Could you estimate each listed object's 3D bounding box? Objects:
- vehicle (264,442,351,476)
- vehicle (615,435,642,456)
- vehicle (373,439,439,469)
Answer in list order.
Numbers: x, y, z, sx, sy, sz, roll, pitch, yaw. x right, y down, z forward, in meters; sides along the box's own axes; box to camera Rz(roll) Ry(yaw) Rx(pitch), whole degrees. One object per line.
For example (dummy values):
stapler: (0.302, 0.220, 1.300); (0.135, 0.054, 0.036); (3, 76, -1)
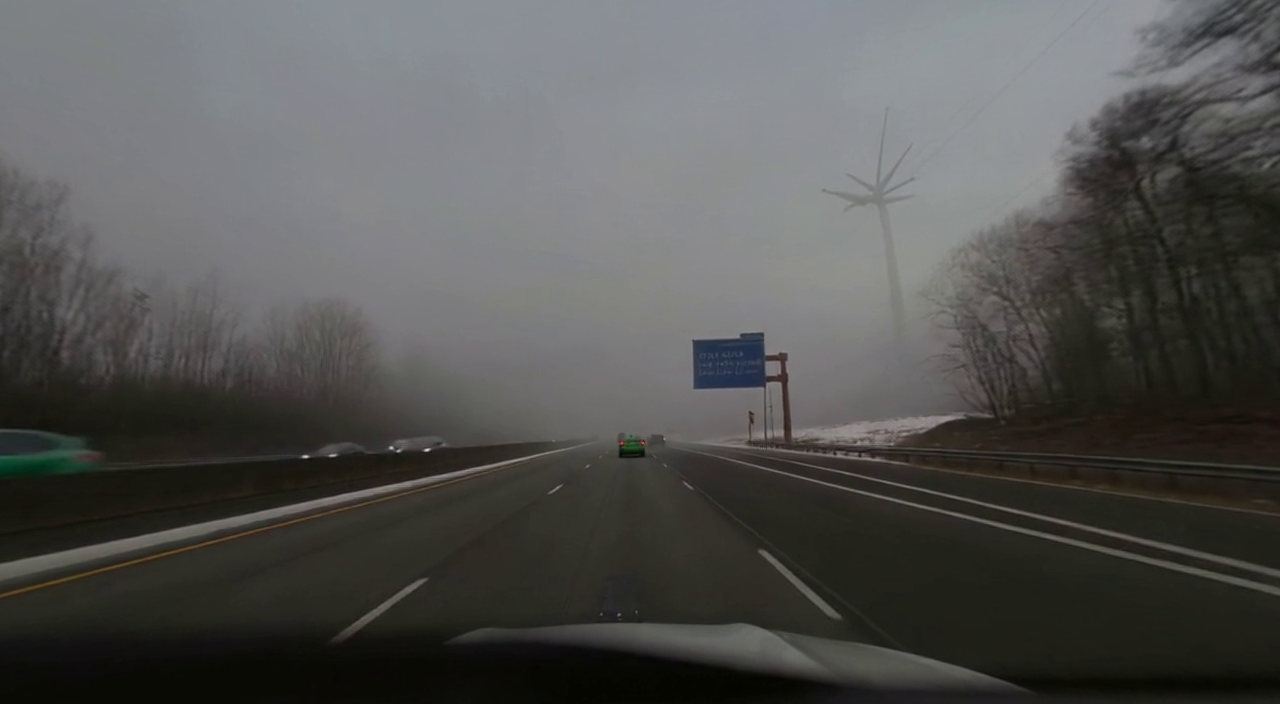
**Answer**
vehicle: (-16.625, 5.344, 31.739); (1.890, 1.523, 4.755); (0, -8, -1)
vehicle: (-0.889, 6.939, 46.758); (1.892, 1.496, 3.575); (0, -8, -2)
vehicle: (-12.658, 5.503, 34.310); (1.923, 1.501, 4.517); (0, -8, 0)
